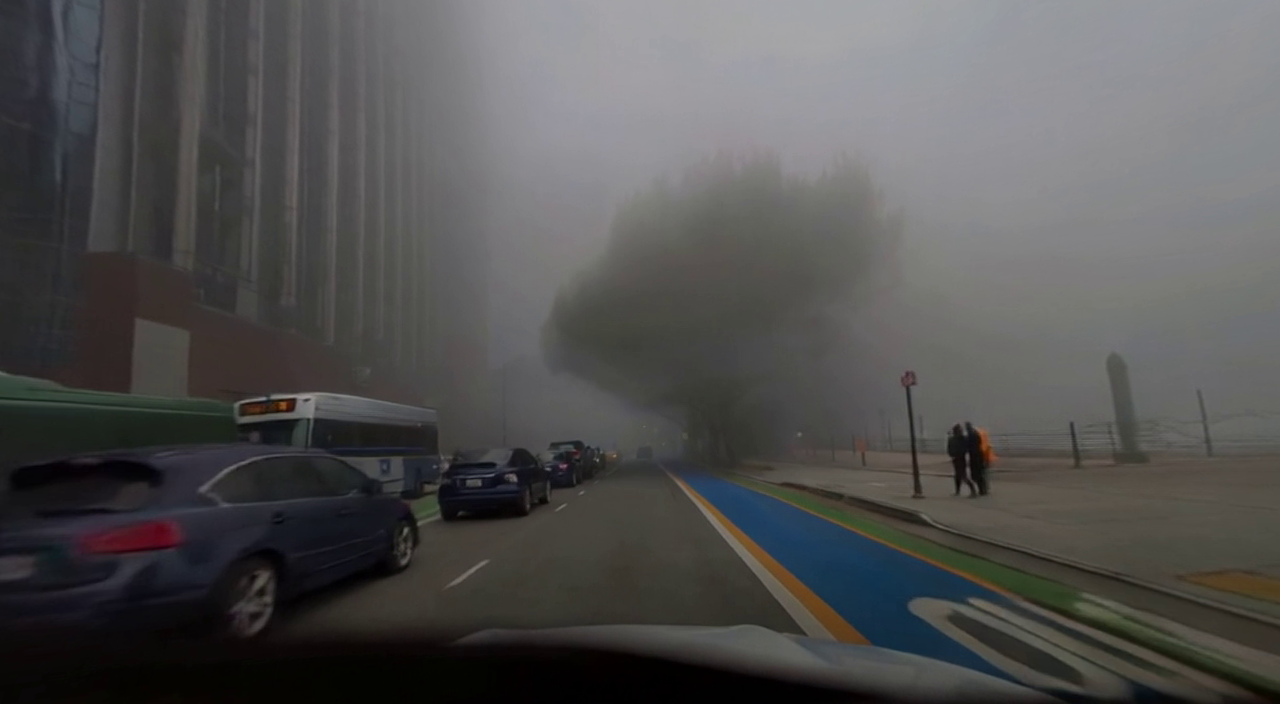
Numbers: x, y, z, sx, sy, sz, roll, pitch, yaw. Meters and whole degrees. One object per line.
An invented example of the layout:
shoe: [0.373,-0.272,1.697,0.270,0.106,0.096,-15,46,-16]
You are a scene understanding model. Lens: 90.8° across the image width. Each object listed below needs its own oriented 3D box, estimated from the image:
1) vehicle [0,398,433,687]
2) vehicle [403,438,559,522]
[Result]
vehicle: [-3.836,1.574,6.221,1.982,1.710,4.454,-4,-9,1]
vehicle: [-3.440,2.884,14.858,2.266,1.621,4.783,-1,-8,2]
